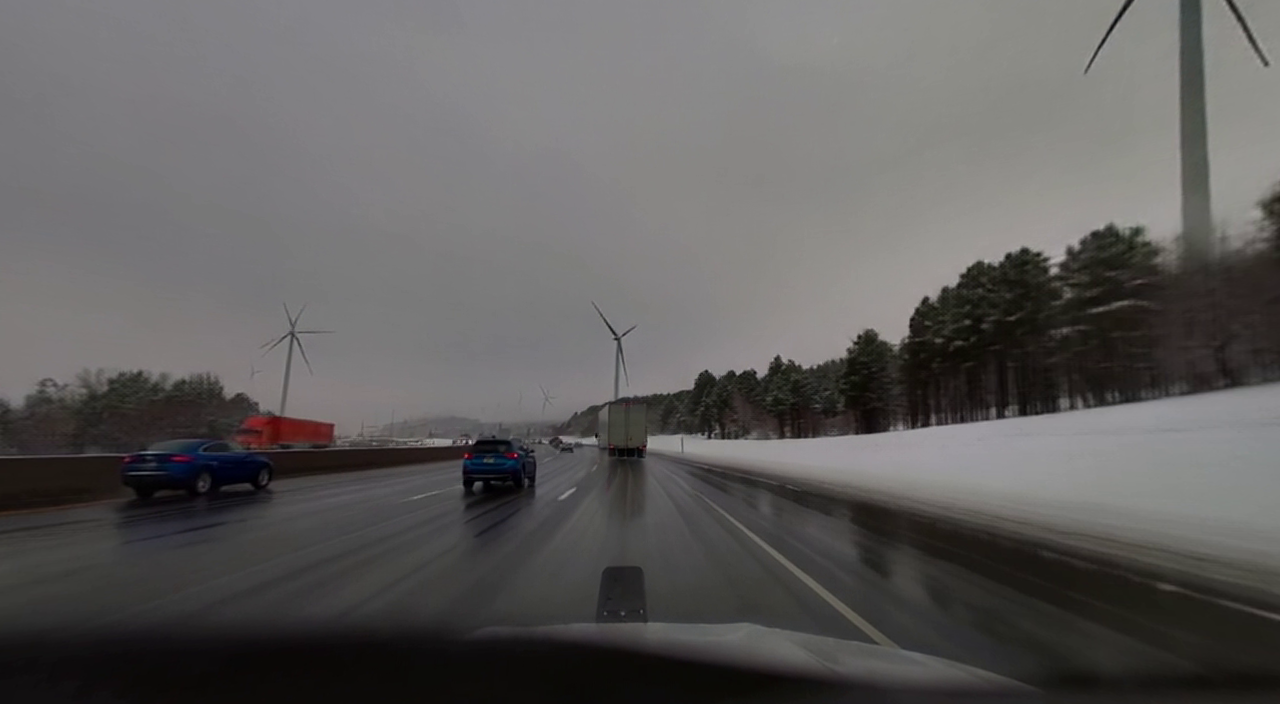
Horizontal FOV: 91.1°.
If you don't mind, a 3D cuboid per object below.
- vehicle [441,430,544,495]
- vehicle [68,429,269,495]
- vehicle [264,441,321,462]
[{"bbox_3d":[-4.166,3.191,18.427,2.109,1.684,3.783,0,-8,-1],"label":"vehicle"},{"bbox_3d":[-15.013,3.515,20.607,2.285,1.835,5.672,0,-8,-1],"label":"vehicle"},{"bbox_3d":[-26.369,7.560,47.803,1.979,1.475,4.452,0,-8,-3],"label":"vehicle"}]
